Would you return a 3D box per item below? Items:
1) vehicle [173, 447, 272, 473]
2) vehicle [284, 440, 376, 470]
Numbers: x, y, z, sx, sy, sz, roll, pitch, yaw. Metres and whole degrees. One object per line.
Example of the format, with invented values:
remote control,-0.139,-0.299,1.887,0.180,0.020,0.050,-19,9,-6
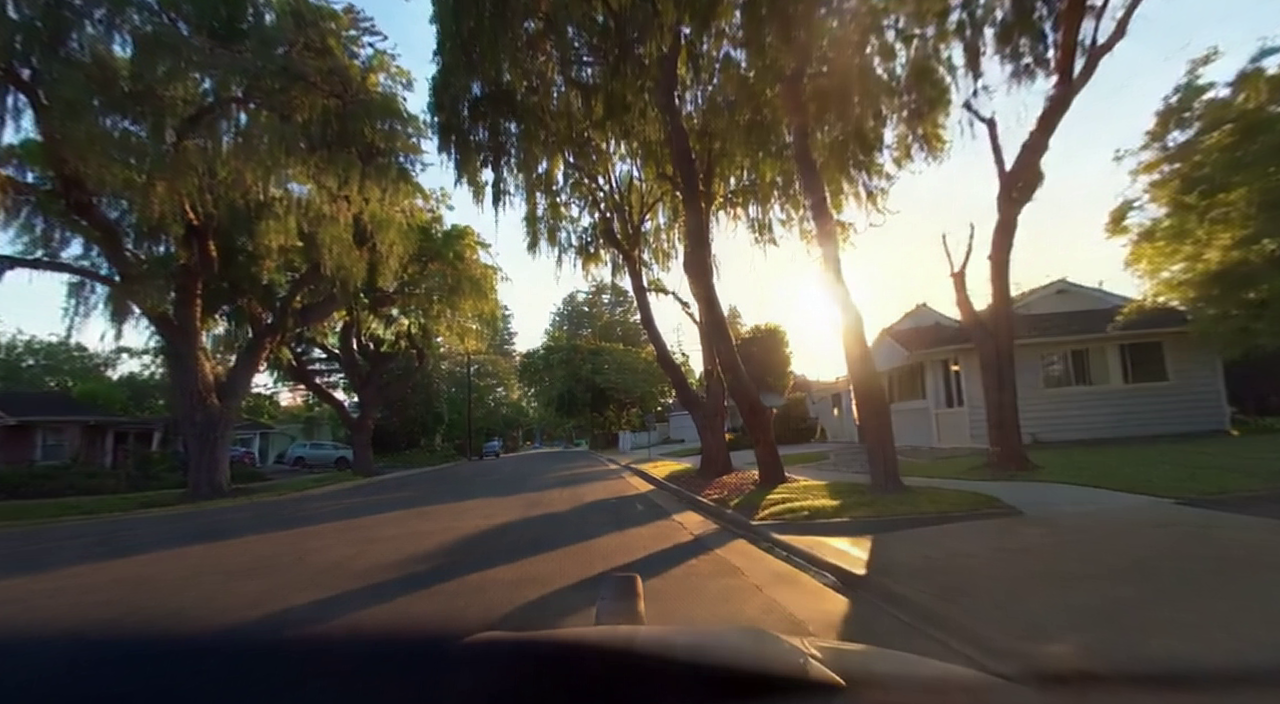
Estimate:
vehicle,-25.052,6.489,38.060,4.531,1.470,1.855,0,-9,-4
vehicle,-18.746,6.242,38.378,4.559,1.745,1.918,1,-9,-8
